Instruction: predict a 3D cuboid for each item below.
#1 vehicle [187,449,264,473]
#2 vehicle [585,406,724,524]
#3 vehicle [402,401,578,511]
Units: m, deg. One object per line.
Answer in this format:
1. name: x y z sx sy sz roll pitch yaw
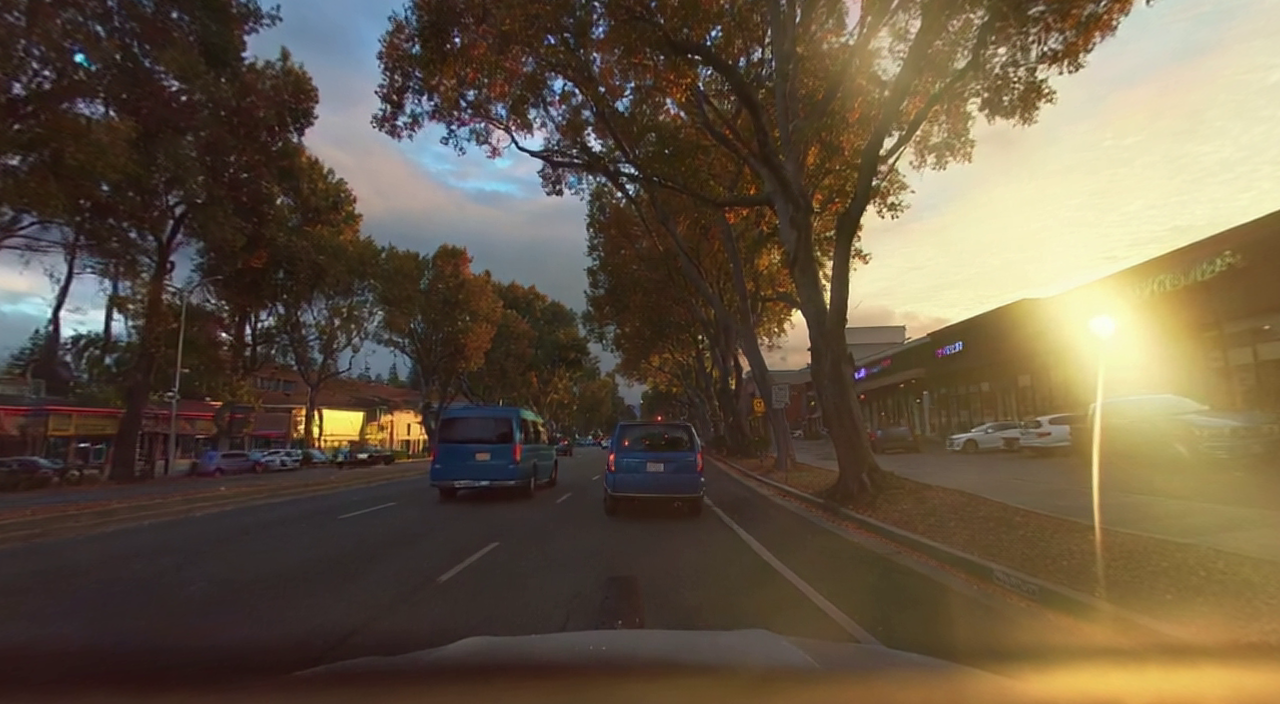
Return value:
1. vehicle: -32.624 8.570 49.937 1.977 1.788 4.978 -2 -9 12
2. vehicle: 0.301 2.075 12.038 2.173 1.830 4.189 0 -8 2
3. vehicle: -3.123 2.376 14.779 2.486 2.074 5.456 -1 -8 3
